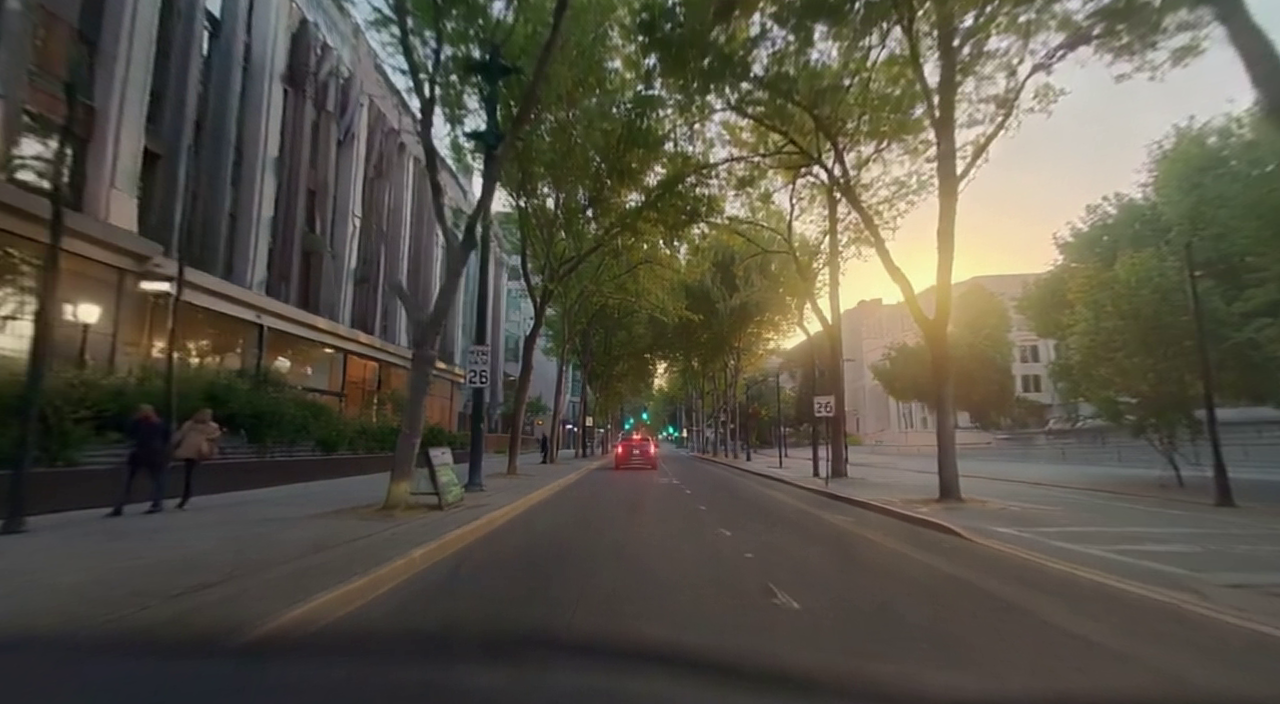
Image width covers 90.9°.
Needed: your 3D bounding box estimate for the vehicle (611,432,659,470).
[{"bbox_3d":[-0.235,4.577,29.334,2.079,1.621,3.861,0,-8,-1],"label":"vehicle"}]
